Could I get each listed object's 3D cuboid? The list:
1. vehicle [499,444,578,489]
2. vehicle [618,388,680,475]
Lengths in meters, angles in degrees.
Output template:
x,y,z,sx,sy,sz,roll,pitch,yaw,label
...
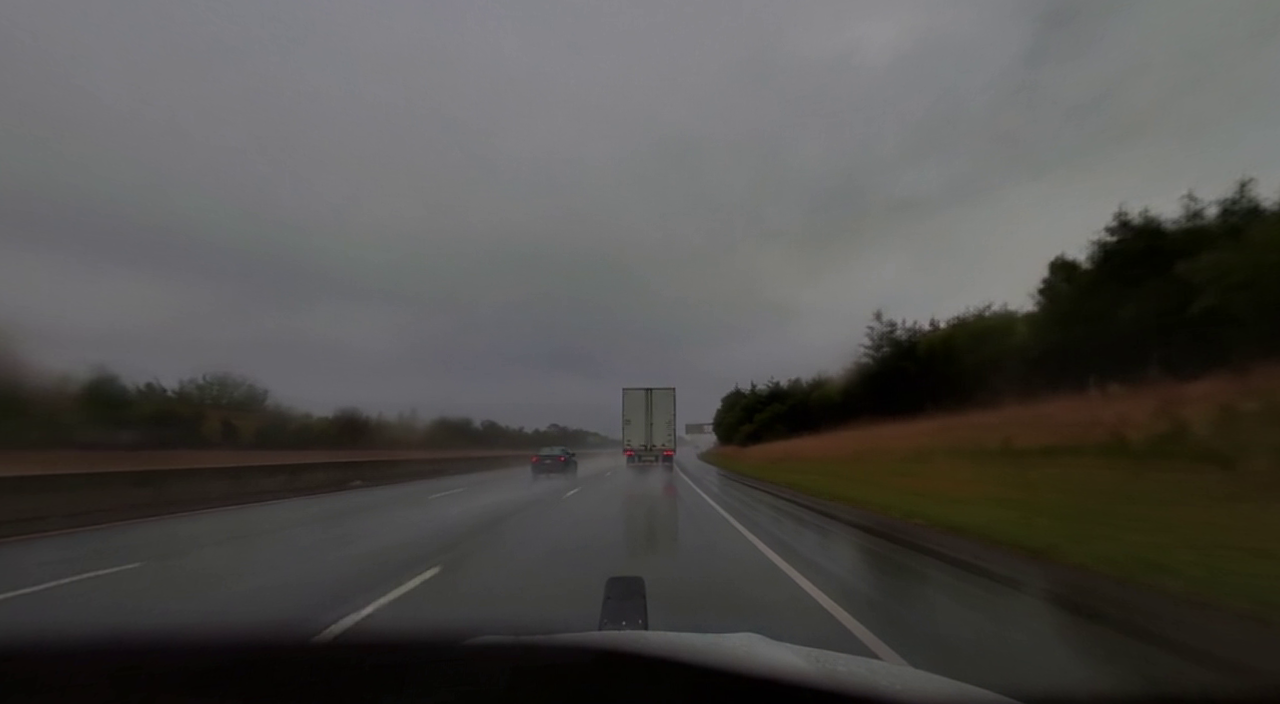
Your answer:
x,y,z,sx,sy,sz,roll,pitch,yaw,label
-3.596,4.153,23.209,2.092,1.465,4.448,0,-9,1,vehicle
0.506,4.827,37.346,2.851,4.098,14.436,-2,-8,0,vehicle
